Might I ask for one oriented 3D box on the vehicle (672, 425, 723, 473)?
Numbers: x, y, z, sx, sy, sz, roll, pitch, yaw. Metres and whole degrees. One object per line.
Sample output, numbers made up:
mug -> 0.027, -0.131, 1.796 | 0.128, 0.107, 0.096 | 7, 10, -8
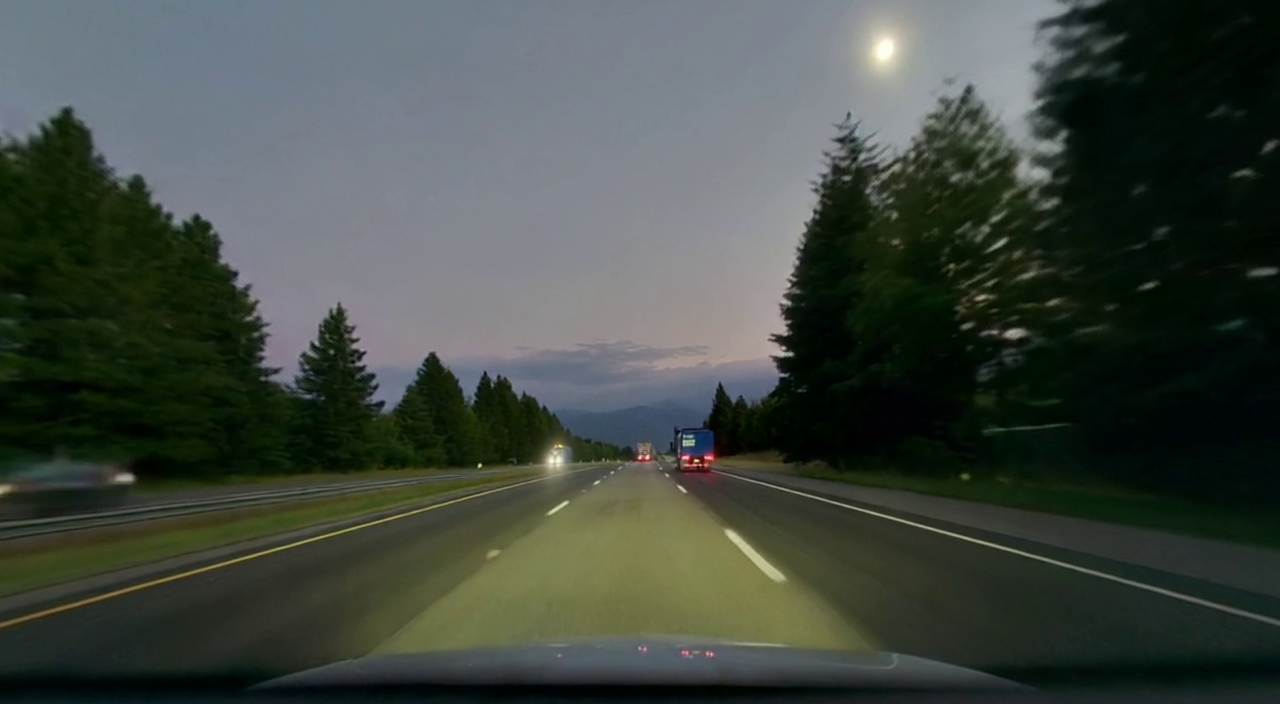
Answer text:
vehicle -> 3.581, 6.225, 40.352 | 2.572, 2.795, 5.978 | 0, -9, -1
